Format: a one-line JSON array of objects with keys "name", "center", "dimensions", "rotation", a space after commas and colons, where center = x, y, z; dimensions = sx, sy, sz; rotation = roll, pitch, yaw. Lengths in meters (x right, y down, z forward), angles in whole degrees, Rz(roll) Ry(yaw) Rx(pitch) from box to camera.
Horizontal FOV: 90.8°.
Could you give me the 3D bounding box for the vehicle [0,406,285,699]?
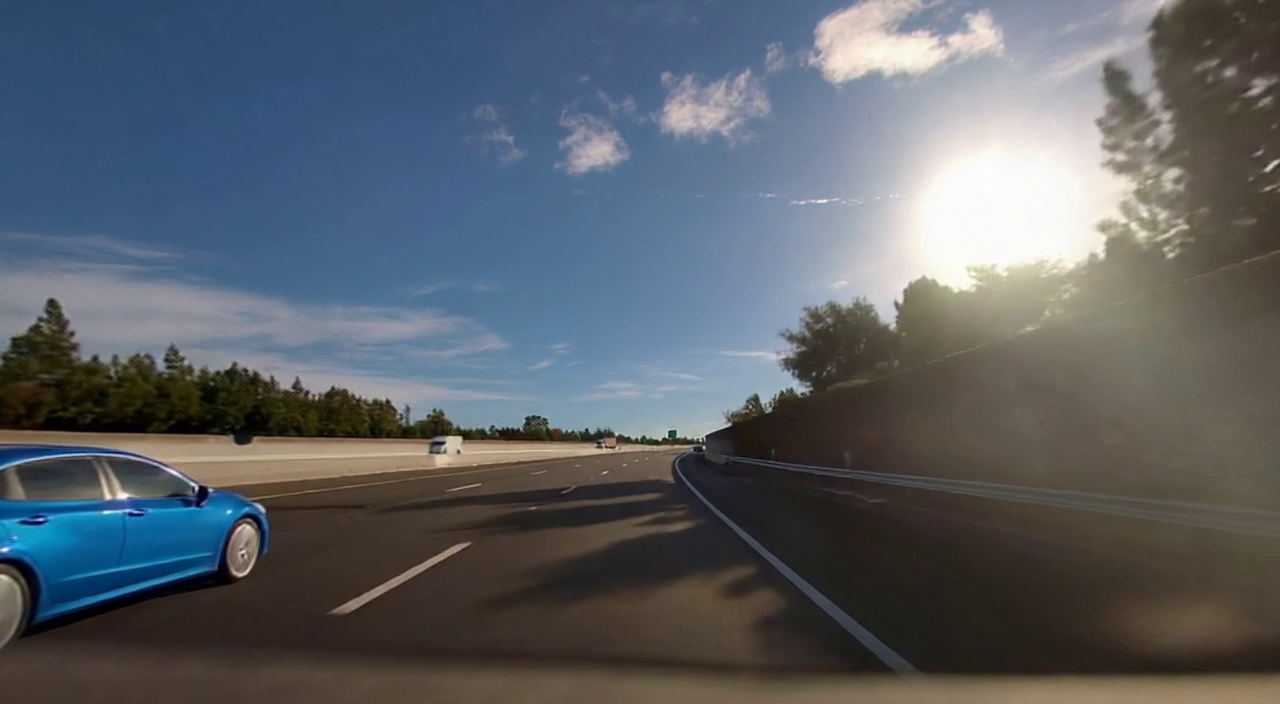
[{"name": "vehicle", "center": [-4.289, 1.141, 3.919], "dimensions": [1.928, 1.504, 3.745], "rotation": [0, -9, 0]}]
